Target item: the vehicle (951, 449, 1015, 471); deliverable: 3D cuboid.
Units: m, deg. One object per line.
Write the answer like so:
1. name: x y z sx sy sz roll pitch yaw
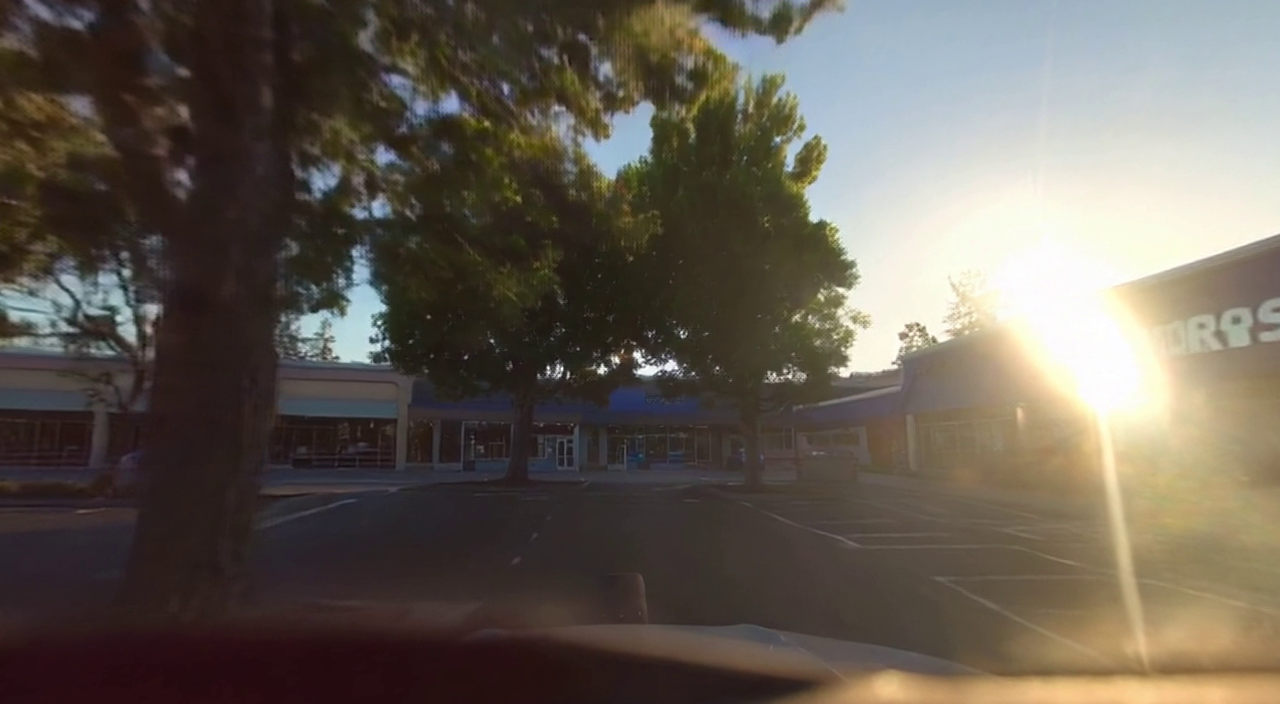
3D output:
1. vehicle: 26.342 8.296 48.694 1.845 1.463 4.399 1 -8 -12
